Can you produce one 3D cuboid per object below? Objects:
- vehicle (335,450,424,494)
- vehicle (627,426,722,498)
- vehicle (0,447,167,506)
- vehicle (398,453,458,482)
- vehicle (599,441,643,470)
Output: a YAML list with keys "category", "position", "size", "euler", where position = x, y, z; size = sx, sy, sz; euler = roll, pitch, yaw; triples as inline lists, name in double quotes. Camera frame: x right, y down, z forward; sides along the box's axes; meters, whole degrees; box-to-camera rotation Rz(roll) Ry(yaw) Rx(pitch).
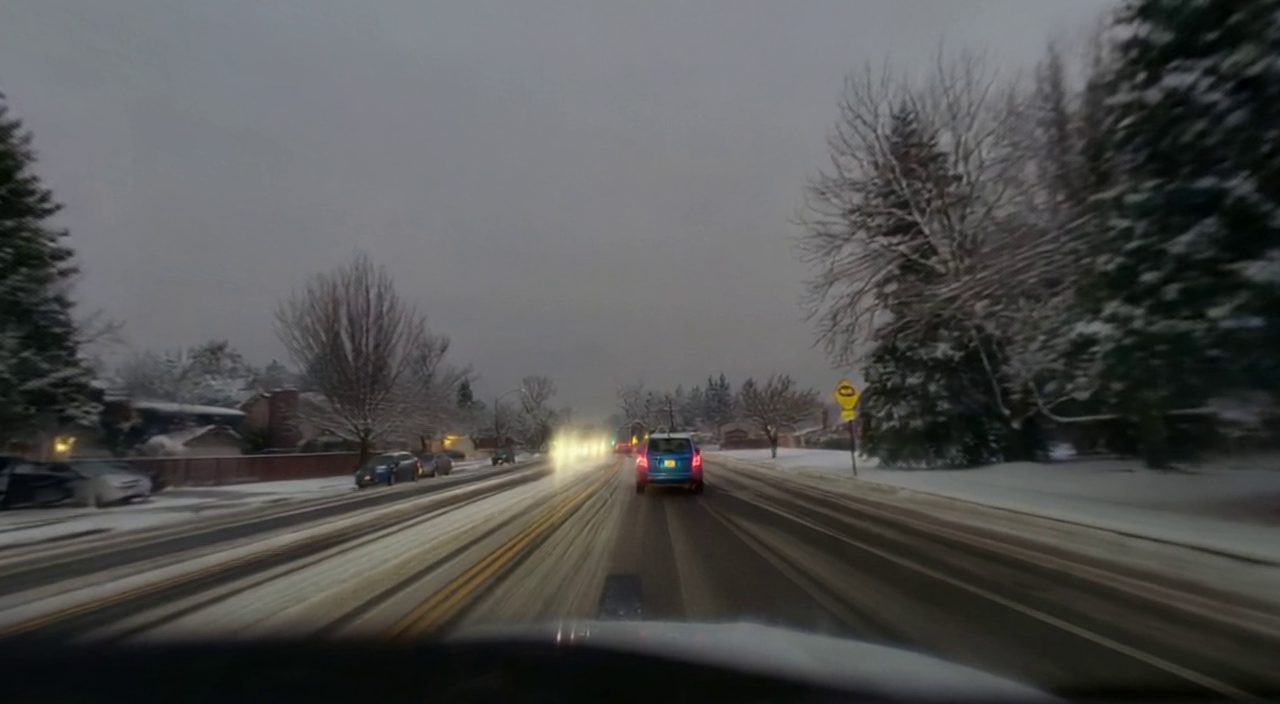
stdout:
- category: "vehicle"
  position: [-12.339, 5.672, 30.333]
  size: [2.150, 1.644, 5.120]
  euler: [-6, -8, -2]
- category: "vehicle"
  position: [0.808, 3.049, 17.959]
  size: [2.200, 1.763, 4.676]
  euler: [0, -8, -3]
- category: "vehicle"
  position: [-20.681, 4.336, 22.246]
  size: [6.011, 1.909, 2.279]
  euler: [1, -9, -4]
- category: "vehicle"
  position: [-12.071, 6.565, 36.256]
  size: [1.831, 1.464, 4.520]
  euler: [0, -8, 1]
- category: "vehicle"
  position: [-1.054, 5.545, 33.940]
  size: [2.196, 1.449, 4.006]
  euler: [0, -8, -3]
